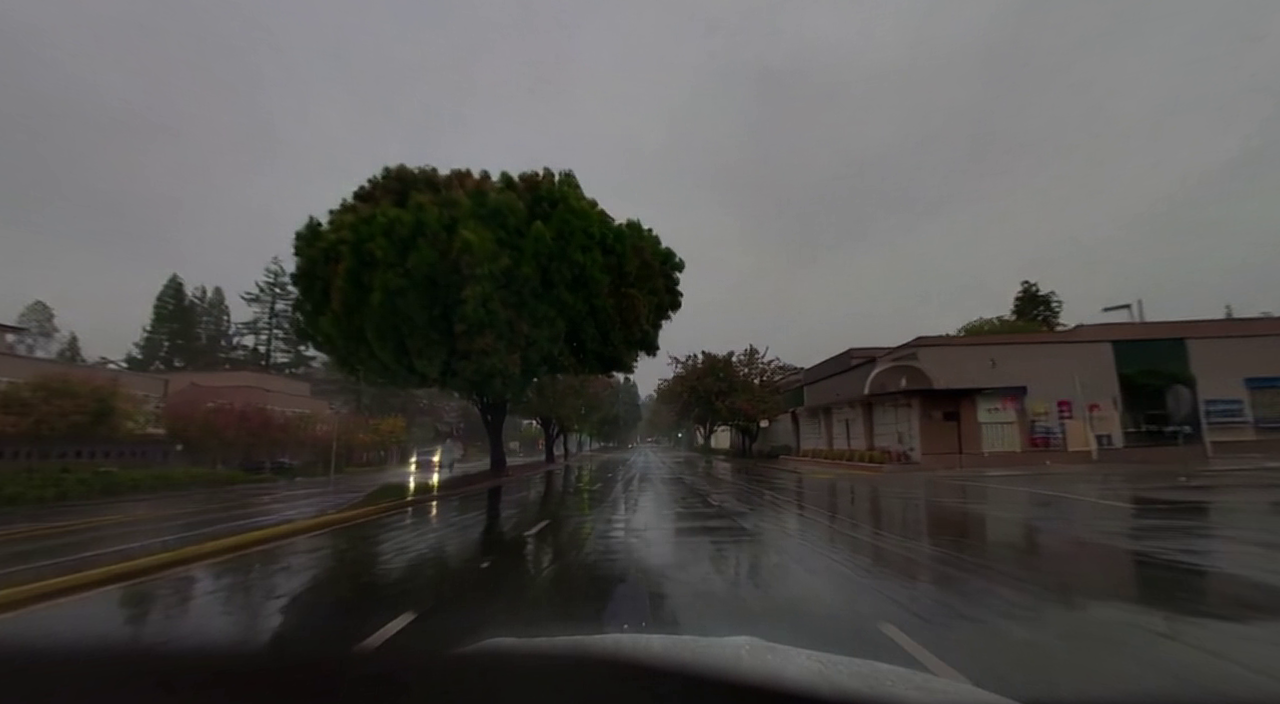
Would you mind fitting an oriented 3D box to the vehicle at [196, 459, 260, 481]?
[{"bbox_3d":[-31.698,9.079,48.672,1.876,1.470,4.706,0,-8,-2],"label":"vehicle"}]

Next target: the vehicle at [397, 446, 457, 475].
[{"bbox_3d":[-12.119,6.181,36.194,1.882,1.541,4.280,0,-8,1],"label":"vehicle"}]
